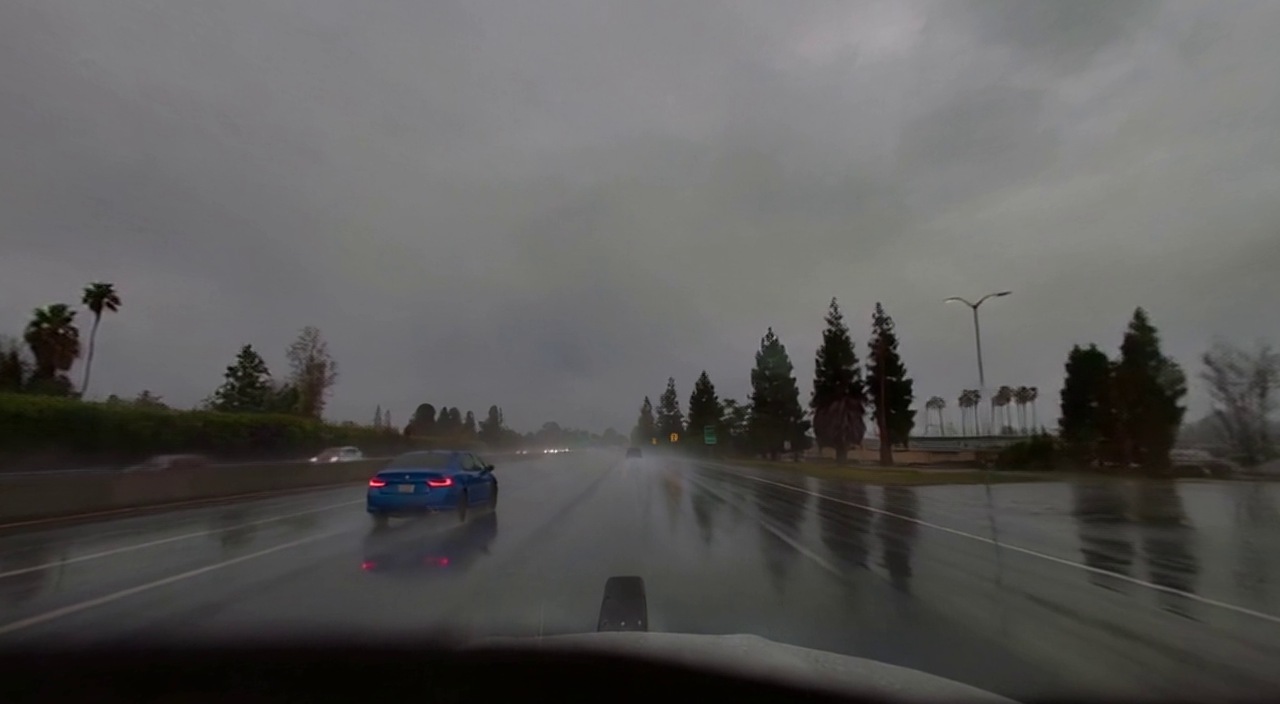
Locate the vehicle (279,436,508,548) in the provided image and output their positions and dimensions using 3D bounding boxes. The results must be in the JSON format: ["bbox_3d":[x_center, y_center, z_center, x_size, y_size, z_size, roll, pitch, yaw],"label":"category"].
[{"bbox_3d":[-4.010,2.338,11.351,2.092,1.562,4.748,0,-8,2],"label":"vehicle"}]
